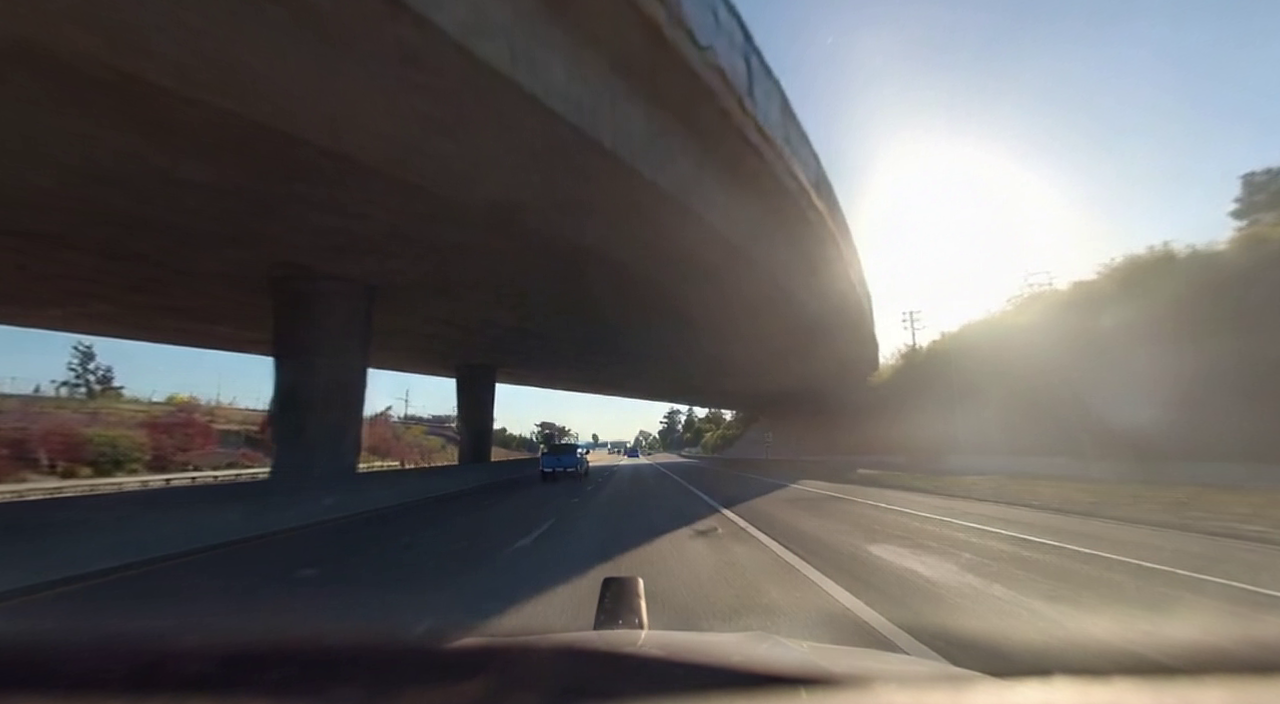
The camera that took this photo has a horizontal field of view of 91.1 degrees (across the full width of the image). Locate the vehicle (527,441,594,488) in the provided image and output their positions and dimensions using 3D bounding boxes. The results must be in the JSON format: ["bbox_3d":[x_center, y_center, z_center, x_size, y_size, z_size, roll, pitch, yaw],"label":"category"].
[{"bbox_3d":[-3.179,4.616,26.096,2.152,1.717,4.423,0,-9,1],"label":"vehicle"}]
